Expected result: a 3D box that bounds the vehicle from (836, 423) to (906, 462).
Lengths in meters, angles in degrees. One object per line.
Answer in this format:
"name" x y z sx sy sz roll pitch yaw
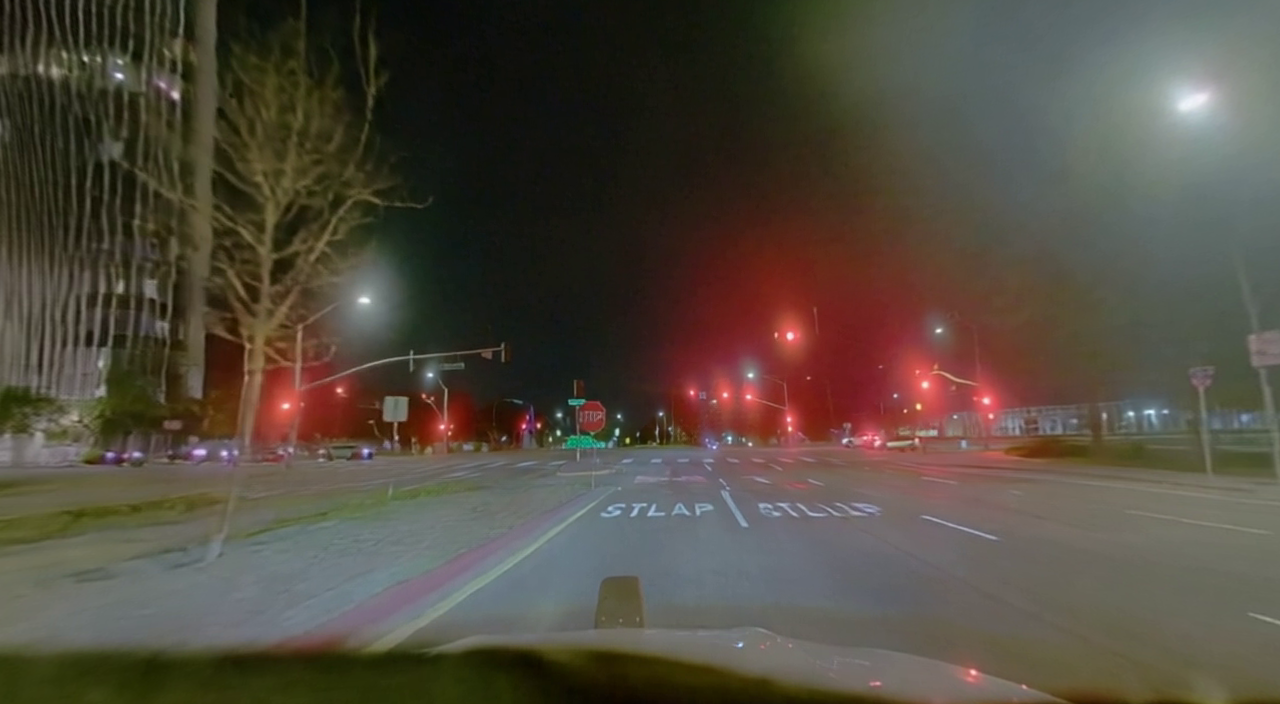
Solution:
"vehicle" 12.011 4.757 33.209 2.156 1.881 4.743 0 -8 4
